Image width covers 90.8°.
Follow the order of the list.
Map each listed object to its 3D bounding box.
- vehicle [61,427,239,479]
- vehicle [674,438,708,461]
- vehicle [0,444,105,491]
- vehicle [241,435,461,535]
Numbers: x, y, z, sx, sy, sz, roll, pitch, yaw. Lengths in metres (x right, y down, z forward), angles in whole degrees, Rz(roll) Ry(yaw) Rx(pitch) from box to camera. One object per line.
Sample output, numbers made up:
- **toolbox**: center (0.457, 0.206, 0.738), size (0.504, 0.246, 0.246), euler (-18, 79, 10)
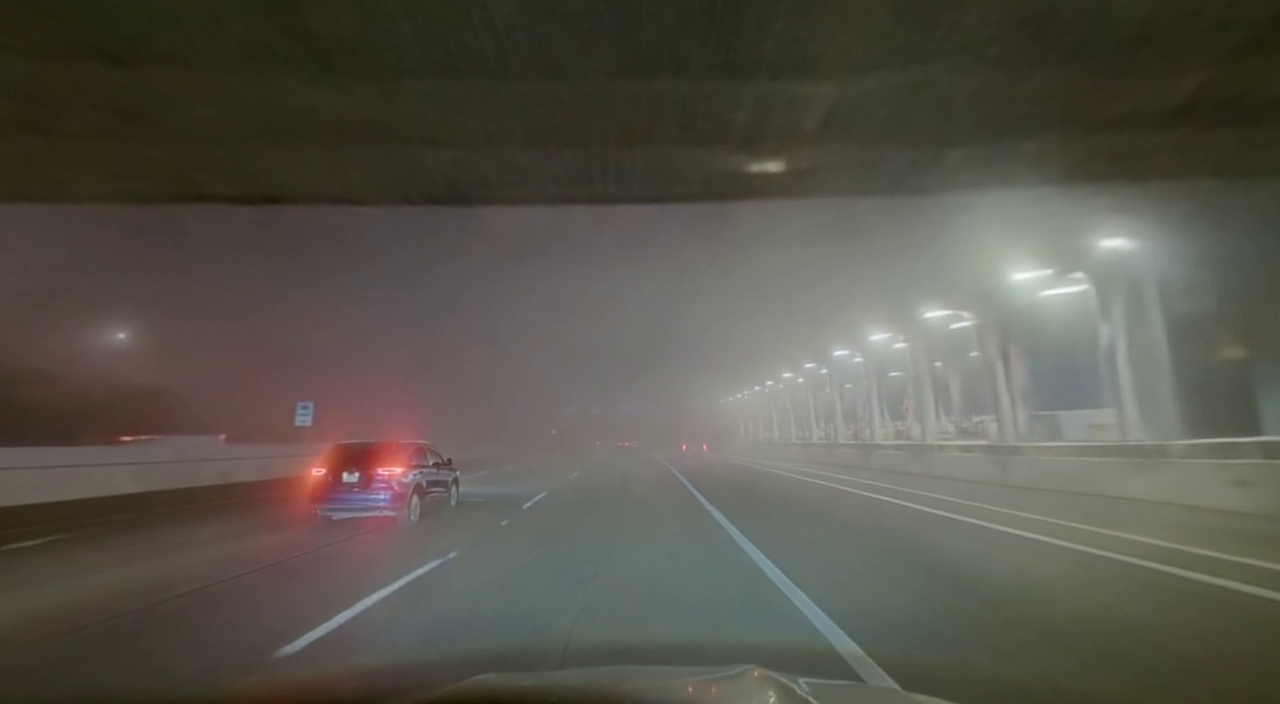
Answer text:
- **vehicle**: center (-21.327, 4.390, 27.759), size (2.303, 2.005, 5.709), euler (-8, -11, 42)
- **vehicle**: center (3.854, 7.506, 48.822), size (2.072, 1.639, 4.919), euler (0, -8, -1)
- **vehicle**: center (-21.007, 3.757, 20.692), size (1.966, 1.470, 4.933), euler (-7, -11, 39)
- **vehicle**: center (-4.951, 2.309, 11.656), size (1.981, 1.465, 4.334), euler (0, -8, 0)
